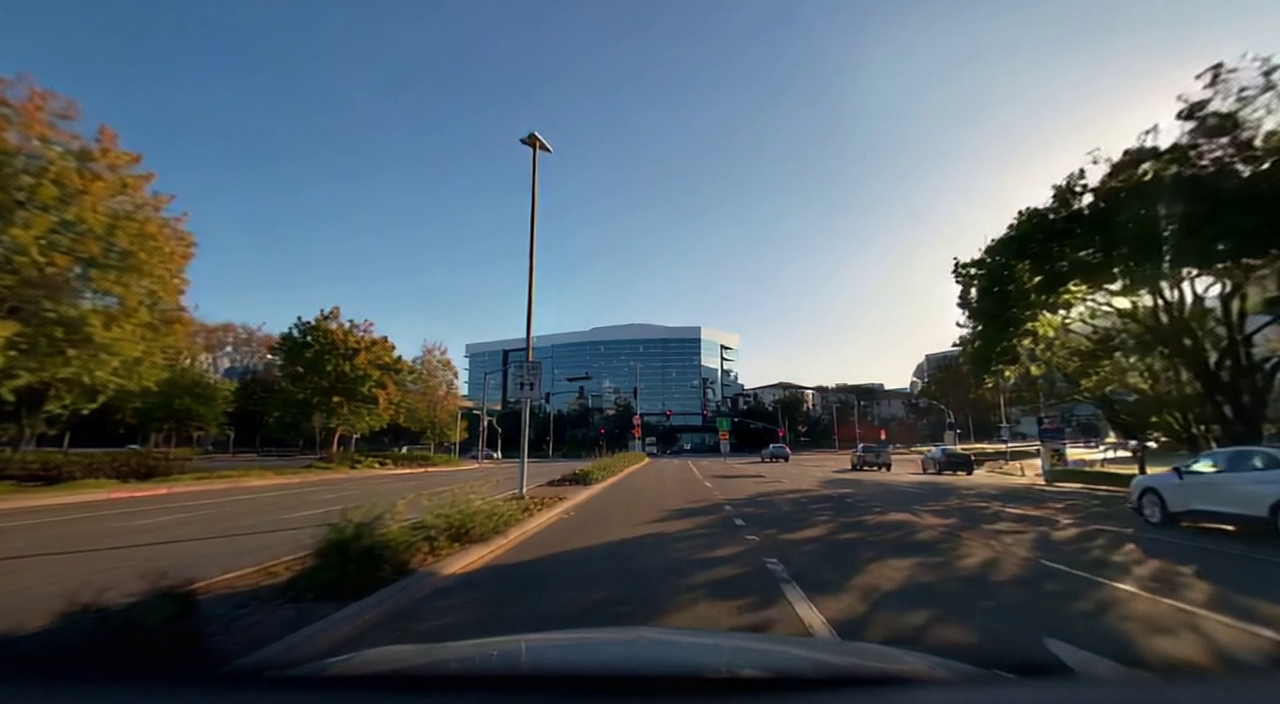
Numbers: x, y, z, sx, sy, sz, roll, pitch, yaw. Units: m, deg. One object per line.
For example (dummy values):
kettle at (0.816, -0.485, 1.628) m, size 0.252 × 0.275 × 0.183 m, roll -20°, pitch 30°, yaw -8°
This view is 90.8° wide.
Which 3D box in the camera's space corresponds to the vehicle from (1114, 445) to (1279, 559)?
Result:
vehicle at (9.596, 2.133, 9.294) m, size 1.933 × 1.500 × 4.458 m, roll 0°, pitch -8°, yaw 3°

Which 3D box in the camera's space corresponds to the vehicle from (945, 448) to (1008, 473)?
vehicle at (22.056, 7.115, 41.603) m, size 1.896 × 1.524 × 4.562 m, roll -1°, pitch -8°, yaw 5°
